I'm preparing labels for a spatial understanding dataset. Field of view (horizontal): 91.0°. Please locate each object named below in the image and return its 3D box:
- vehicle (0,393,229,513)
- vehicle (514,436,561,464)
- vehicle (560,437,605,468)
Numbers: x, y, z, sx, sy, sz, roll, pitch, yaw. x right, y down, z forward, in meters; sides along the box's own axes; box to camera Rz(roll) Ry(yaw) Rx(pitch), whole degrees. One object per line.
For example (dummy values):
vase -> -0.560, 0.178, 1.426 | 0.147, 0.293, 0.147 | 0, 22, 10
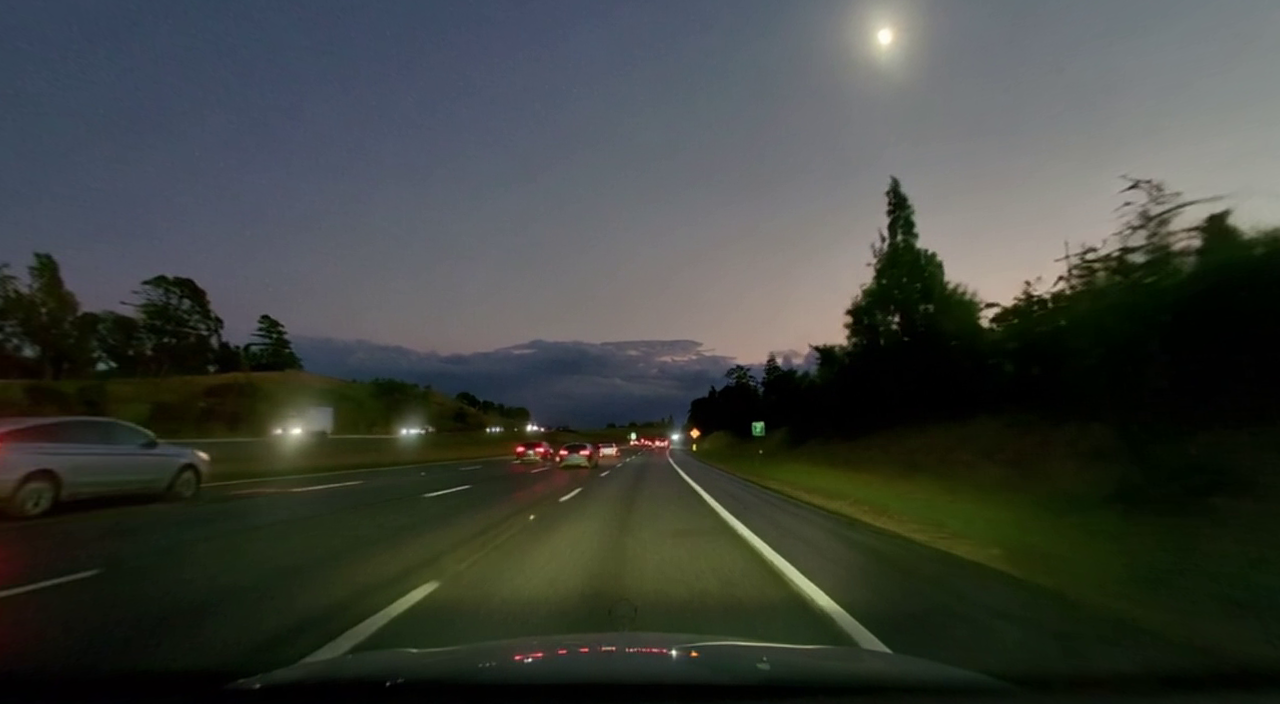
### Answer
vehicle -> -11.718, 2.095, 13.240 | 2.264, 1.980, 5.574 | 0, -9, 1
vehicle -> -6.763, 6.524, 41.958 | 2.108, 1.686, 4.556 | 0, -9, 3
vehicle -> -3.325, 5.954, 37.346 | 2.035, 1.673, 4.469 | 0, -9, 3
